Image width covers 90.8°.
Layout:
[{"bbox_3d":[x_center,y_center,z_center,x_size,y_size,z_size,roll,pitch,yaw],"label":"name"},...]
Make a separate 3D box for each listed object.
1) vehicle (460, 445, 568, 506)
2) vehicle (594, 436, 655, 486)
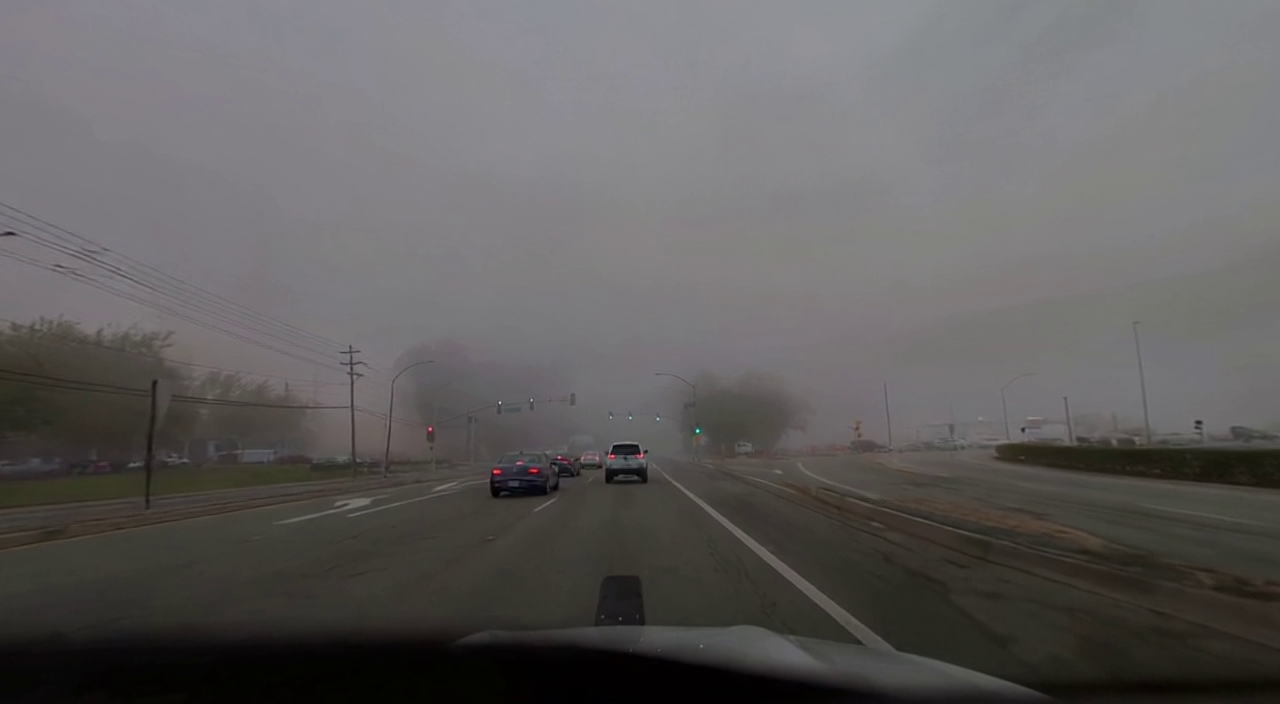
[{"bbox_3d":[-3.368,3.384,17.818,2.064,1.464,4.373,0,-8,1],"label":"vehicle"},{"bbox_3d":[-0.581,4.381,25.688,2.276,1.850,3.897,0,-8,0],"label":"vehicle"}]
